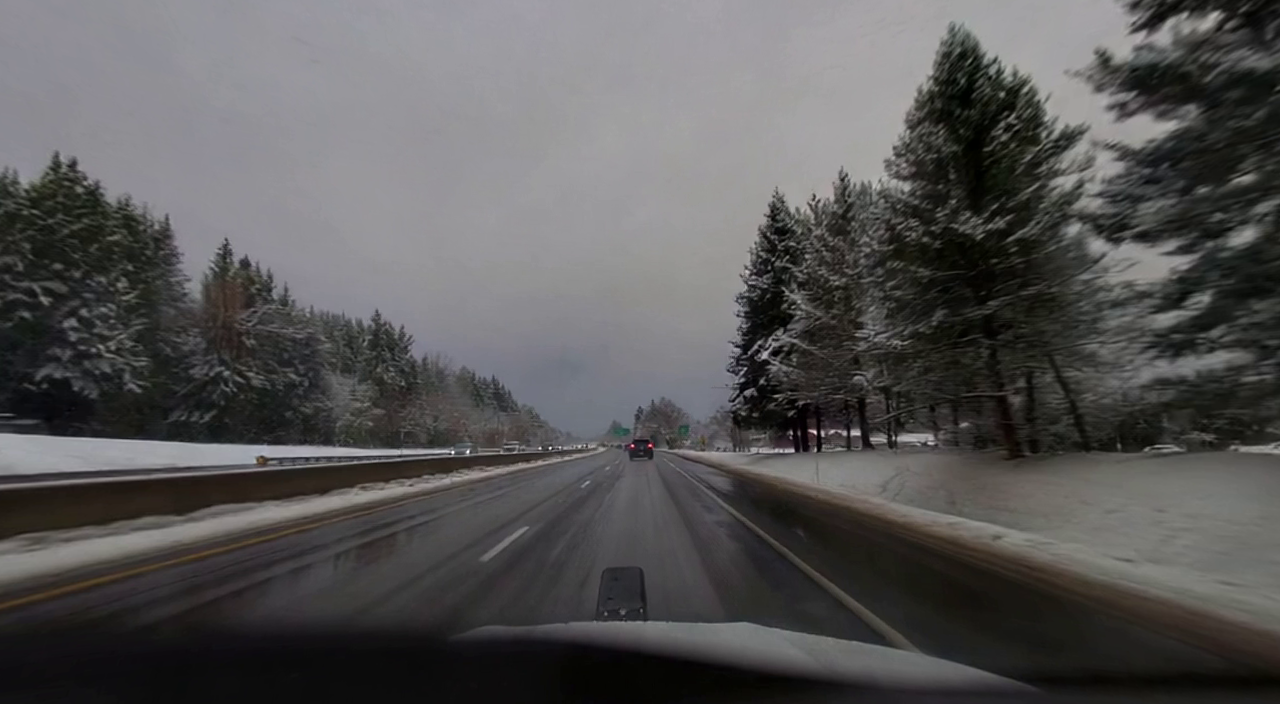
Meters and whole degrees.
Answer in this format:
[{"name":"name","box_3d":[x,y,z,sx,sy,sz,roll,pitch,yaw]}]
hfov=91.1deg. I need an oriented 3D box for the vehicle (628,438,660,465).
[{"name":"vehicle","box_3d":[0.234,6.511,41.118,2.029,1.666,4.064,0,-8,0]}]
